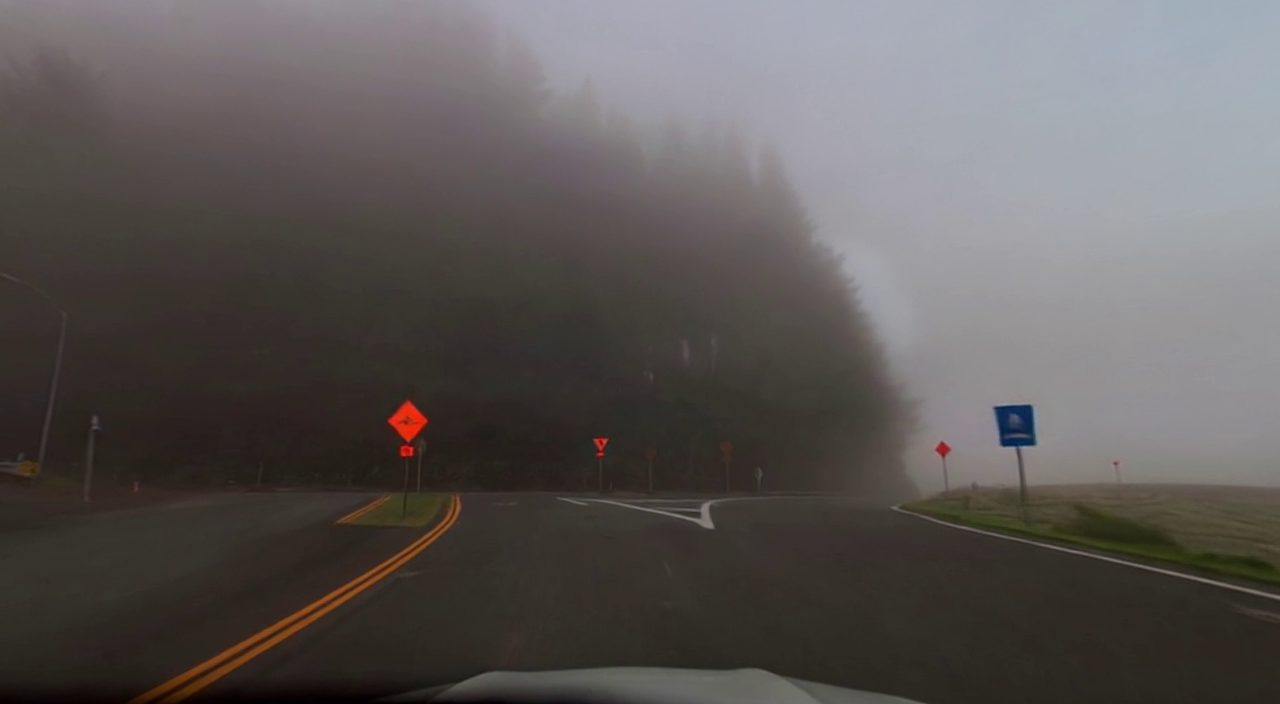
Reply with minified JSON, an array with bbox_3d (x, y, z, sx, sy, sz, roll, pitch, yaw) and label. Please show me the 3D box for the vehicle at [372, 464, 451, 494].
[{"bbox_3d":[-13.041,7.281,36.203,1.889,1.583,3.992,-4,-12,25],"label":"vehicle"}]
